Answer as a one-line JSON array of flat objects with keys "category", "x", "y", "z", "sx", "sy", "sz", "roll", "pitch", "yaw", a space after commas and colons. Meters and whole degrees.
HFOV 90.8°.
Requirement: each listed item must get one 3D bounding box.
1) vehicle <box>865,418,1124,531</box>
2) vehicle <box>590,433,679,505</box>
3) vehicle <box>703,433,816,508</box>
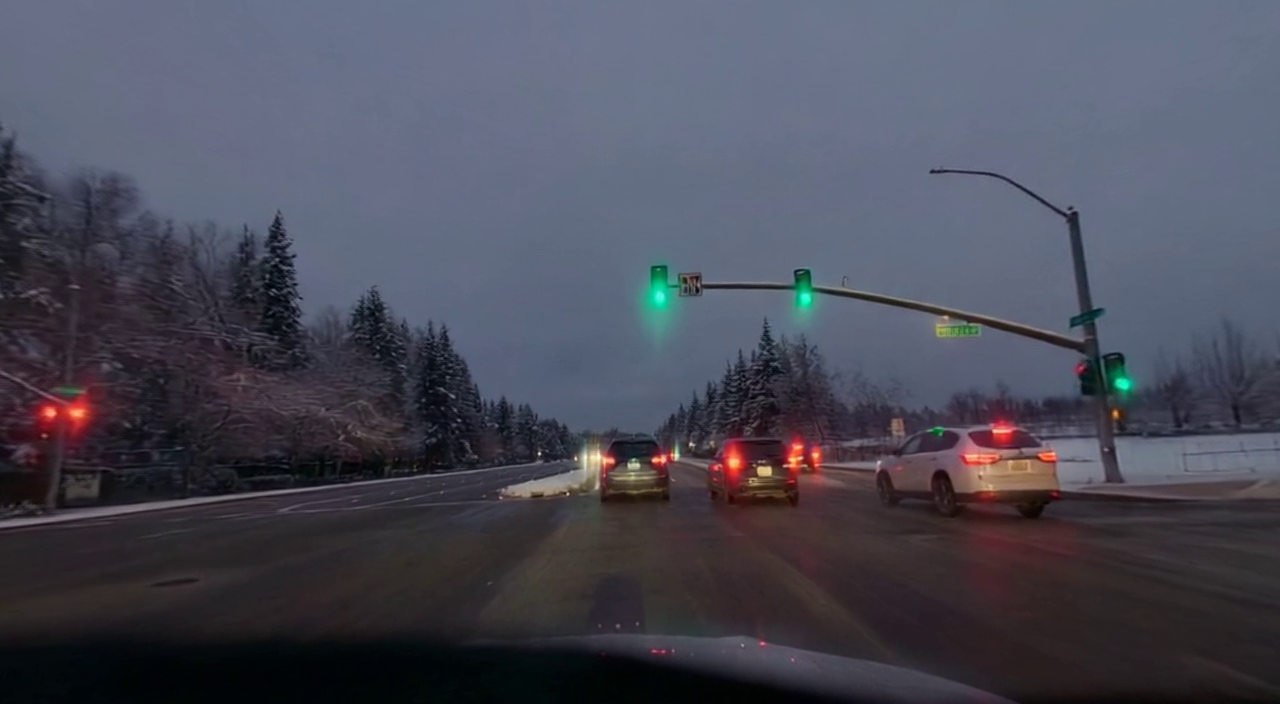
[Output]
[{"category": "vehicle", "x": 6.947, "y": 2.470, "z": 13.383, "sx": 2.251, "sy": 1.873, "sz": 5.346, "roll": 0, "pitch": -9, "yaw": -2}, {"category": "vehicle", "x": -0.193, "y": 3.415, "z": 18.850, "sx": 2.353, "sy": 1.894, "sz": 4.122, "roll": 0, "pitch": -9, "yaw": -1}, {"category": "vehicle", "x": 3.155, "y": 3.271, "z": 17.955, "sx": 2.057, "sy": 1.788, "sz": 5.216, "roll": 0, "pitch": -9, "yaw": -2}]
